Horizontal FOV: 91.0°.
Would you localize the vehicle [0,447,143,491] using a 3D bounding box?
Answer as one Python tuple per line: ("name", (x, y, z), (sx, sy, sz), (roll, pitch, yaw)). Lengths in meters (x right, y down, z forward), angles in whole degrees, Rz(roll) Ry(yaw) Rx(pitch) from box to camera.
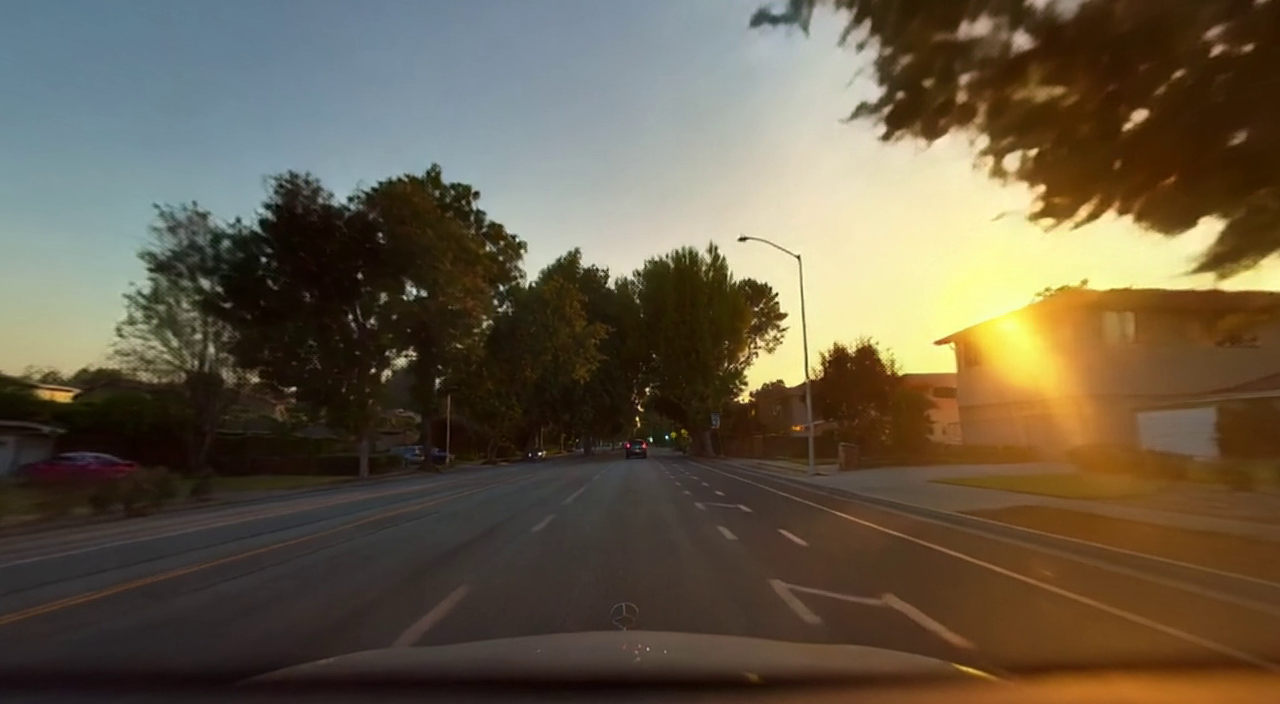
("vehicle", (-24.820, 5.044, 27.309), (4.605, 1.682, 2.105), (-1, -8, -2))
